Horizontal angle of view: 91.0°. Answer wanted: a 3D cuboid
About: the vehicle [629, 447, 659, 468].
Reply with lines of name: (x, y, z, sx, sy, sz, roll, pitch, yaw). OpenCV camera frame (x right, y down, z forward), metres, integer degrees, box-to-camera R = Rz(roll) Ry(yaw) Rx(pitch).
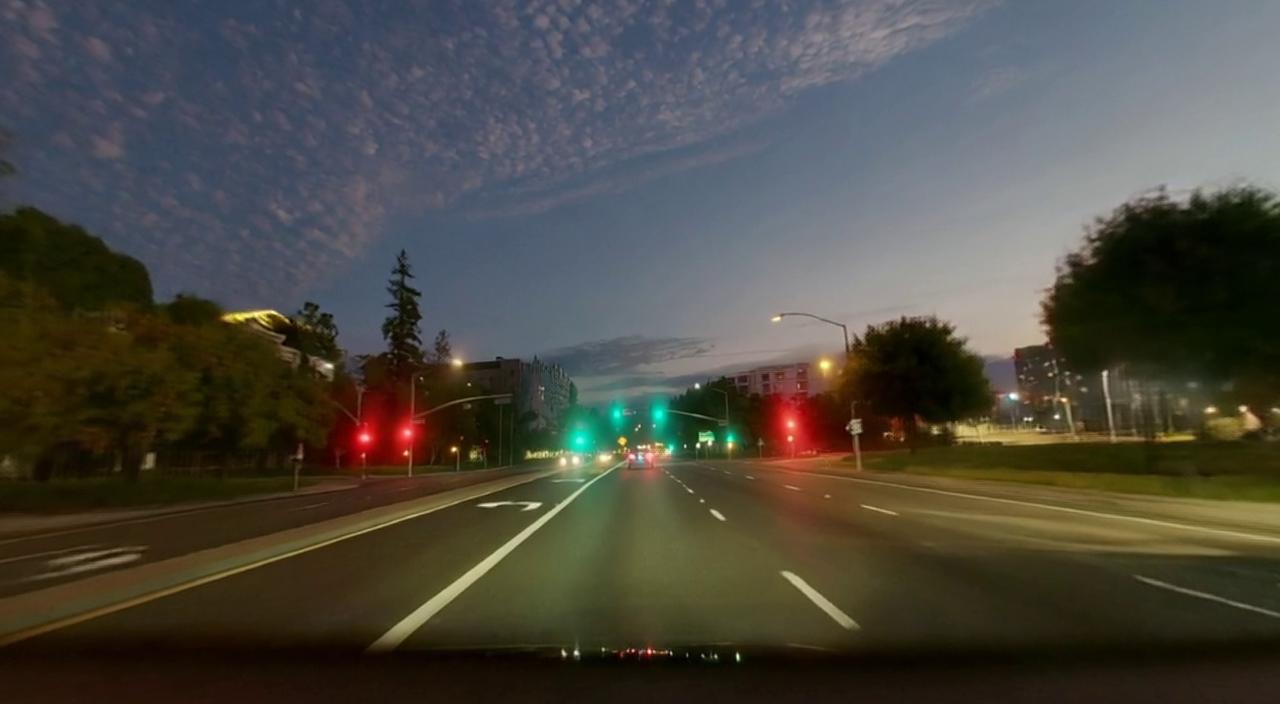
vehicle: (0.295, 7.542, 45.167, 2.064, 1.477, 3.968, 0, -9, 1)
